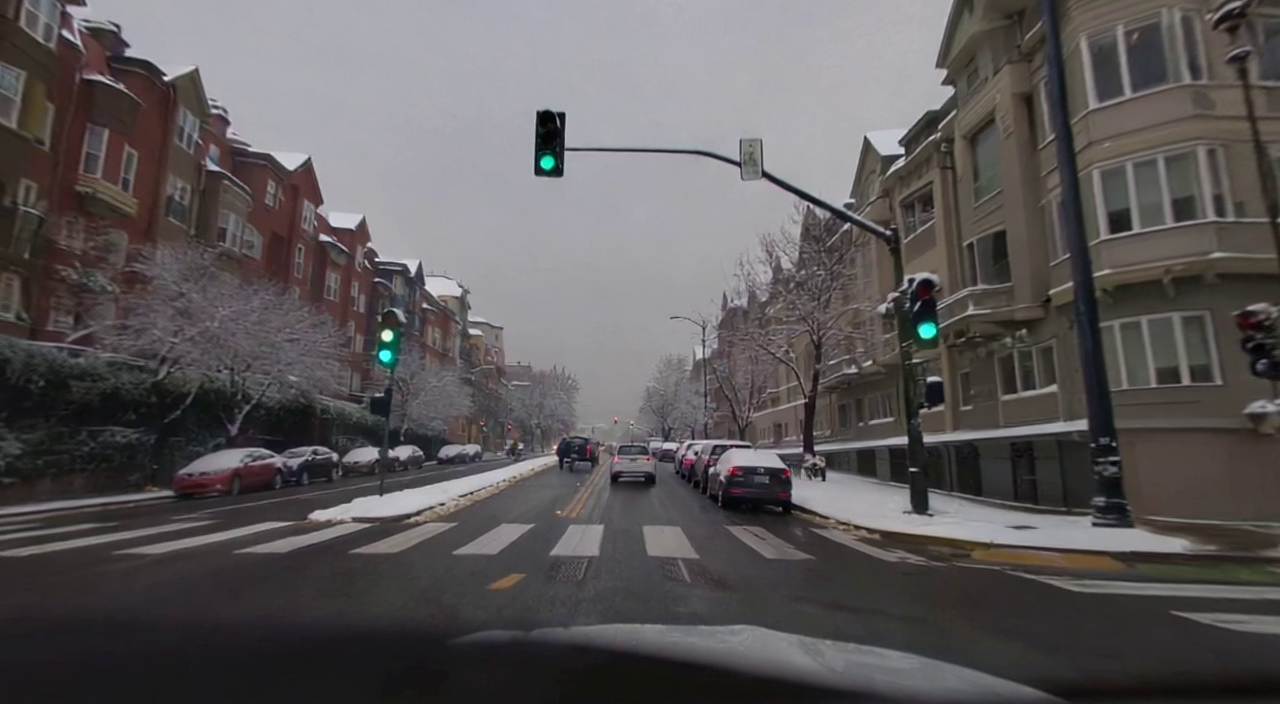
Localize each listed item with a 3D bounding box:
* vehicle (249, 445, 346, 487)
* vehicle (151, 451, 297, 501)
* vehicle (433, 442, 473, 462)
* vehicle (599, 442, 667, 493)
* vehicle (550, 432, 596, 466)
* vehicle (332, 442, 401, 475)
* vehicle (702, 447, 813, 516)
[{"bbox_3d":[-14.155,4.697,26.444,1.805,1.580,4.477,0,-8,-4],"label":"vehicle"},{"bbox_3d":[-13.915,4.125,21.523,1.863,1.468,4.565,0,-8,0],"label":"vehicle"},{"bbox_3d":[-14.531,7.802,49.318,1.907,1.480,4.498,0,-8,-2],"label":"vehicle"},{"bbox_3d":[-0.279,3.723,20.718,2.026,1.496,3.701,0,-8,-2],"label":"vehicle"},{"bbox_3d":[-3.556,5.290,34.384,2.065,1.705,4.353,0,-8,0],"label":"vehicle"},{"bbox_3d":[-14.404,5.630,33.547,1.887,1.619,4.208,0,-8,-2],"label":"vehicle"},{"bbox_3d":[2.805,3.190,16.175,1.874,1.468,4.550,0,-8,-1],"label":"vehicle"}]
